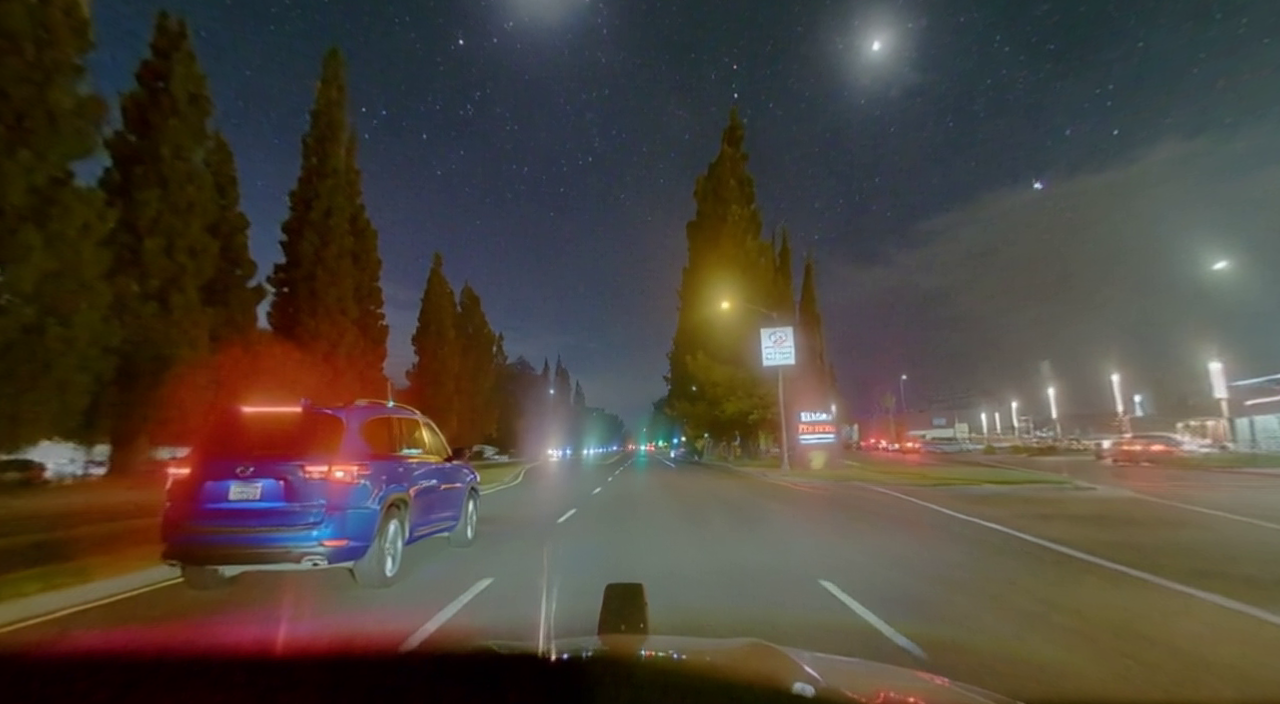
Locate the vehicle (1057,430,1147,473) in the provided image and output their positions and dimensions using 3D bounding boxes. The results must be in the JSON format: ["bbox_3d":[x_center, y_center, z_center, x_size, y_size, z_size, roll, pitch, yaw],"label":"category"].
[{"bbox_3d":[21.447,4.634,29.499,2.180,1.808,4.462,-3,-9,21],"label":"vehicle"}]

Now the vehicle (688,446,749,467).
[{"bbox_3d":[5.994,8.005,48.513,1.919,1.472,4.470,7,-11,-40],"label":"vehicle"}]

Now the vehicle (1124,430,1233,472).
[{"bbox_3d":[25.611,4.749,30.303,2.162,1.806,5.704,-4,-9,22],"label":"vehicle"}]

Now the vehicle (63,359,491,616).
[{"bbox_3d":[-3.352,1.382,7.223,2.152,1.987,4.527,0,-9,0],"label":"vehicle"}]

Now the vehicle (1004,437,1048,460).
[{"bbox_3d":[29.066,7.291,47.560,1.982,1.611,4.314,-4,-9,21],"label":"vehicle"}]

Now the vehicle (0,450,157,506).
[{"bbox_3d":[-18.206,3.833,19.554,2.200,1.505,4.815,-2,-9,9],"label":"vehicle"}]
